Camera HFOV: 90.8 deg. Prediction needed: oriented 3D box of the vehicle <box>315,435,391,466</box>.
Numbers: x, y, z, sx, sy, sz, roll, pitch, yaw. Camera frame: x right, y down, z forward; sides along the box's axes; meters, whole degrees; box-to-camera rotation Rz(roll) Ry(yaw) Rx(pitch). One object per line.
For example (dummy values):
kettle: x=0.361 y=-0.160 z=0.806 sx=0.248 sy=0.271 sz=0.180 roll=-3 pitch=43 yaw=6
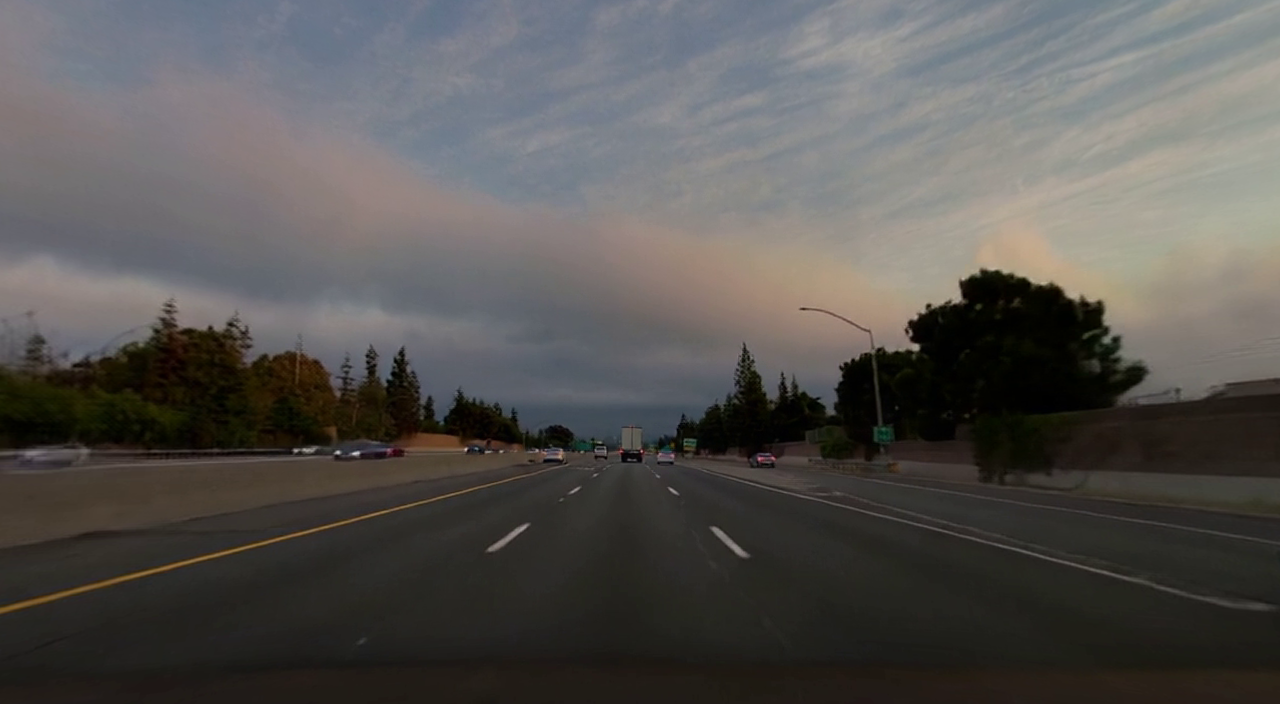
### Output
vehicle: x=-19.610 y=6.775 z=43.546 sx=2.475 sy=1.913 sz=5.834 roll=0 pitch=-9 yaw=0

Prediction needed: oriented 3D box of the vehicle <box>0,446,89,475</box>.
vehicle: x=-33.734 y=5.986 z=35.222 sx=1.973 sy=1.481 sz=4.884 roll=1 pitch=-9 yaw=-7
